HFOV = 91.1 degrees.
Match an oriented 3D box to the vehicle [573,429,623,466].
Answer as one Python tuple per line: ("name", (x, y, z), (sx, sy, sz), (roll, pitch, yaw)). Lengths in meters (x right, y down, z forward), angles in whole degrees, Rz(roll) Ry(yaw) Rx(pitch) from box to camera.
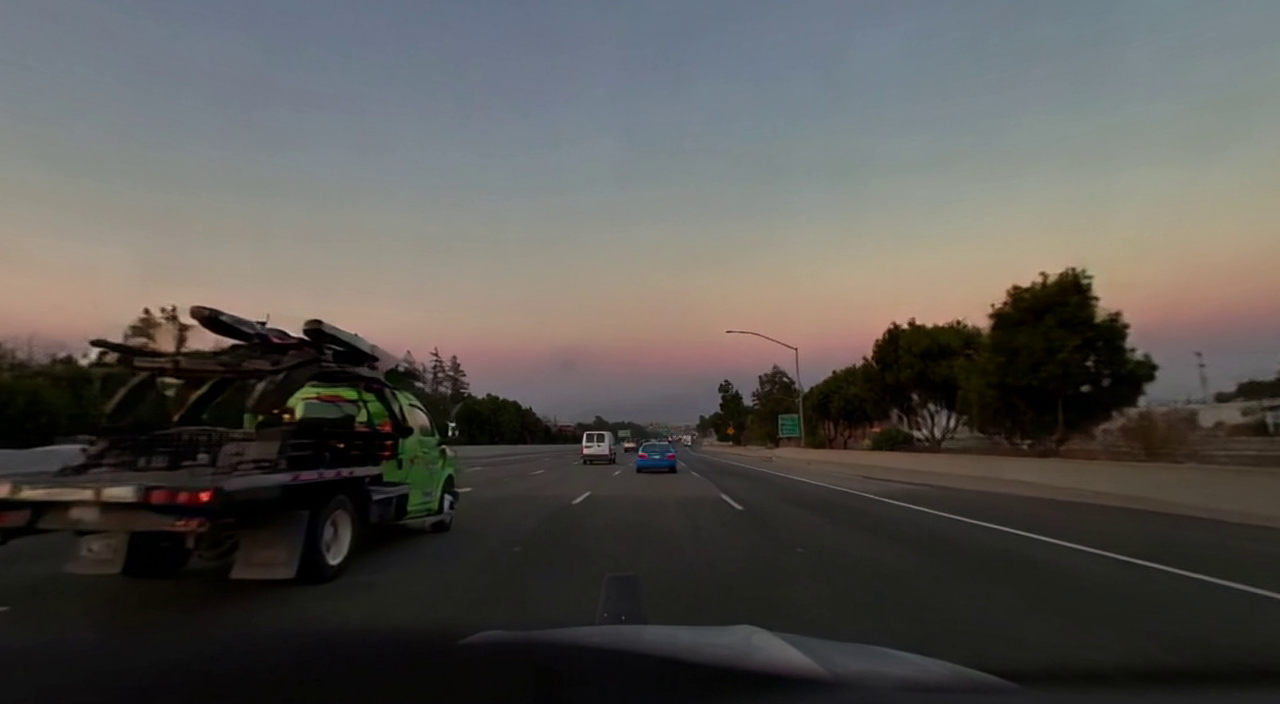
("vehicle", (-2.530, 5.972, 39.463), (2.526, 2.146, 5.594), (0, -8, 2))

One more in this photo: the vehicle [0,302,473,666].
("vehicle", (-3.648, 1.123, 6.394), (2.292, 2.070, 5.532), (0, -8, 1))

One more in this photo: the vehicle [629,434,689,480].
("vehicle", (0.697, 4.137, 25.019), (2.165, 1.653, 4.456), (0, -8, 0))
